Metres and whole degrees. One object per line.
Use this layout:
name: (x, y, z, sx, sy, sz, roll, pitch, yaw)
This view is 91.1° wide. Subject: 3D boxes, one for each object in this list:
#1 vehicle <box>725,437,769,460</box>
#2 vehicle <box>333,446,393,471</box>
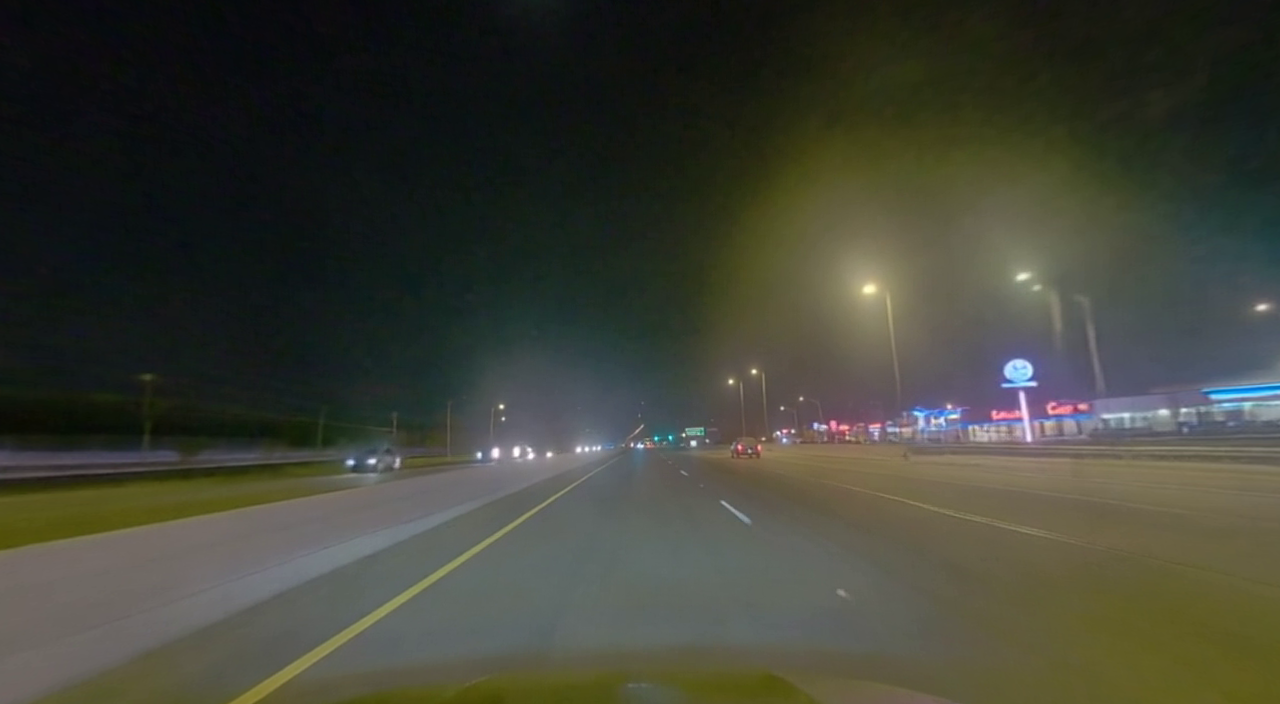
vehicle: (7.305, 6.656, 43.418, 2.079, 1.518, 5.032, 0, -8, -1)
vehicle: (-21.900, 8.407, 49.891, 2.028, 1.784, 5.837, -1, -8, 1)
